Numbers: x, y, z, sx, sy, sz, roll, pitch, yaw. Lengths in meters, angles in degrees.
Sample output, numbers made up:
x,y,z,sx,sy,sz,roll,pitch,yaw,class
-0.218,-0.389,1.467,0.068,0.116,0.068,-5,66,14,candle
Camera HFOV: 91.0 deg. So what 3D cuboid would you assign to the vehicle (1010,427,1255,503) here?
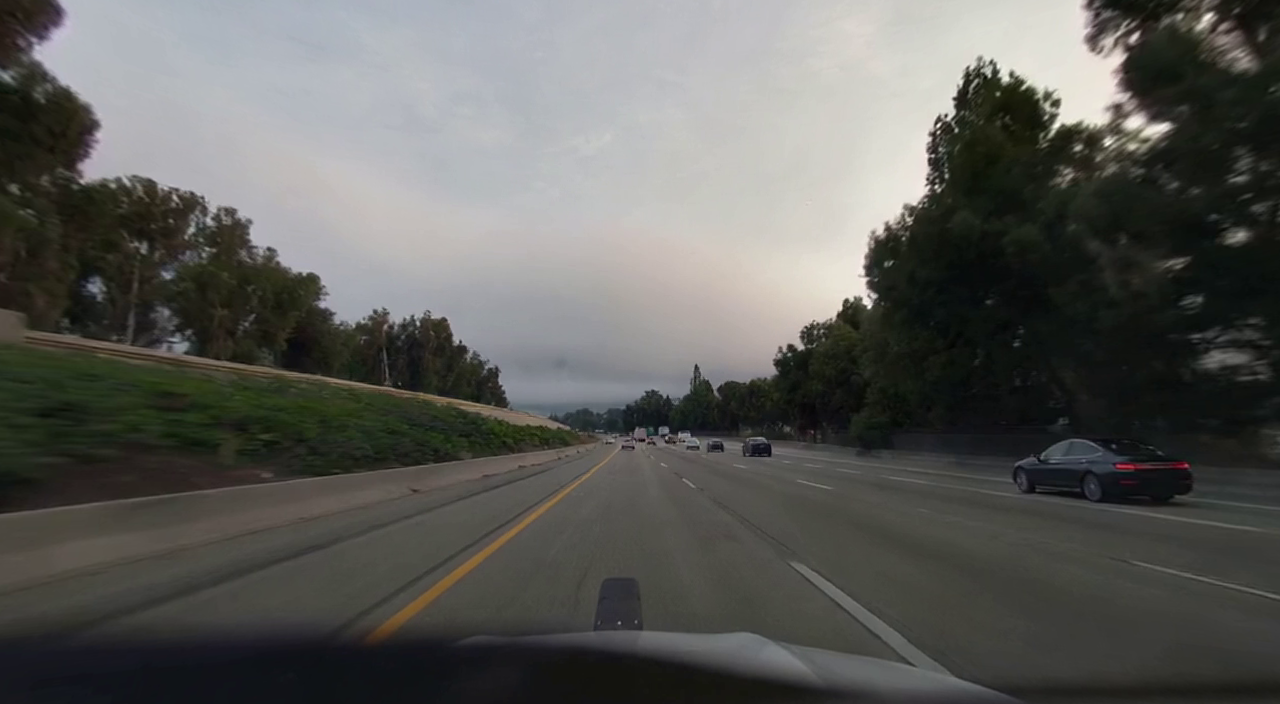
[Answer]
x,y,z,sx,sy,sz,roll,pitch,yaw,class
11.366,2.631,15.099,2.041,1.517,4.645,0,-8,-1,vehicle
